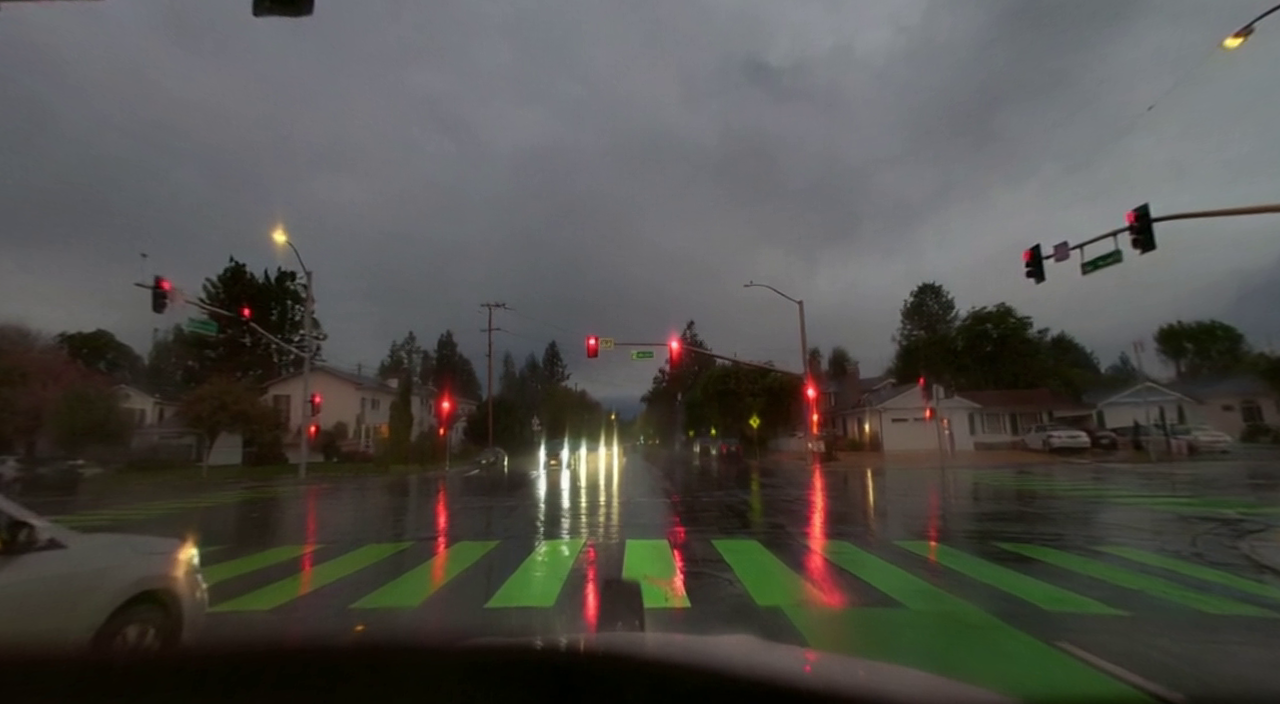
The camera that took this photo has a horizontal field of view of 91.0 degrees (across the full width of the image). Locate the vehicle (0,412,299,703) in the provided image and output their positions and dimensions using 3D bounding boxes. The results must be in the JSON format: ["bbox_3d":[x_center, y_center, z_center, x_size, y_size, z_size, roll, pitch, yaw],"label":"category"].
[{"bbox_3d":[-3.403,0.929,2.012,1.904,1.489,4.746,0,-8,1],"label":"vehicle"}]

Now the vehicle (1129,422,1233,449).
[{"bbox_3d":[30.240,4.743,35.406,1.837,1.396,4.695,-1,-8,3],"label":"vehicle"}]

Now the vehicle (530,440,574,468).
[{"bbox_3d":[-5.585,6.554,40.521,1.982,1.686,4.195,-1,-8,4],"label":"vehicle"}]

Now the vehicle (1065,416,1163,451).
[{"bbox_3d":[26.444,4.633,35.340,2.033,1.821,4.542,0,-8,1],"label":"vehicle"}]

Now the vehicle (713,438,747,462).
[{"bbox_3d":[6.291,6.890,44.379,1.891,1.584,3.802,0,-8,1],"label":"vehicle"}]

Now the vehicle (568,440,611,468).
[{"bbox_3d":[-2.862,5.898,36.552,1.982,1.472,4.103,-1,-8,2],"label":"vehicle"}]

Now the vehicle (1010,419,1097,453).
[{"bbox_3d":[23.270,4.804,35.695,1.964,1.759,4.583,-1,-8,3],"label":"vehicle"}]
